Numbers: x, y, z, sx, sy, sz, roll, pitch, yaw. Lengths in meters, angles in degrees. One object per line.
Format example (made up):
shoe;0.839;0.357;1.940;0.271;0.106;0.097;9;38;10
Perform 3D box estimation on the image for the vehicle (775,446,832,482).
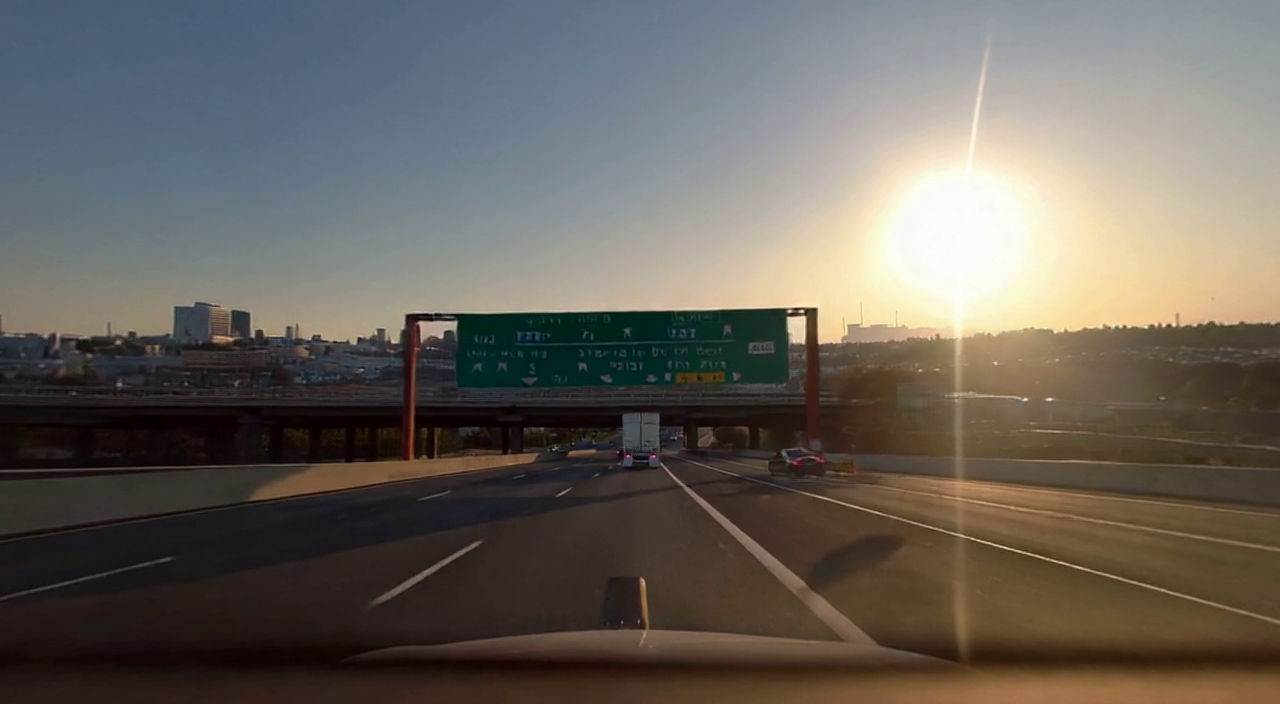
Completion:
vehicle;7.372;5.049;28.718;1.660;1.497;3.594;0;-9;1
